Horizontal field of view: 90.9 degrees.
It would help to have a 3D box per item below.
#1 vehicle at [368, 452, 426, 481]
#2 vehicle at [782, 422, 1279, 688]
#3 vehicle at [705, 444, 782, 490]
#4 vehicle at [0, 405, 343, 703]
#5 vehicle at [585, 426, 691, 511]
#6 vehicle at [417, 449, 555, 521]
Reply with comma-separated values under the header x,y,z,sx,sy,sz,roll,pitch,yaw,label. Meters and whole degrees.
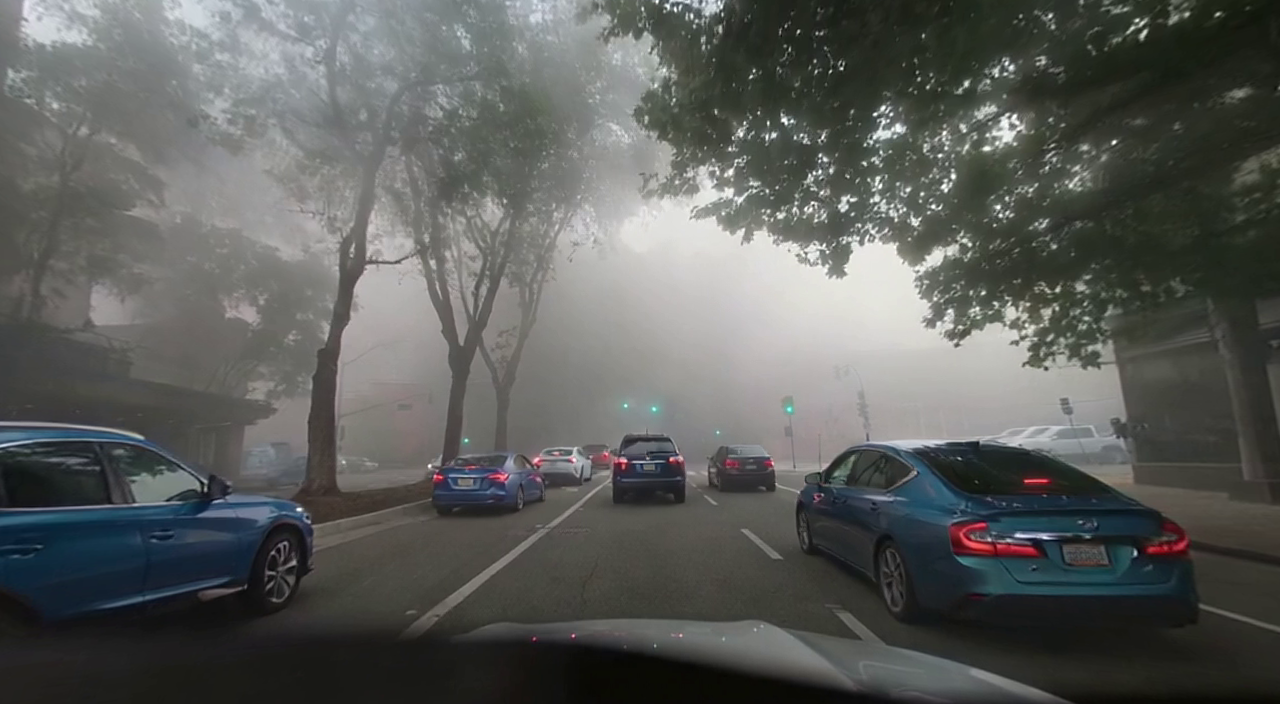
x,y,z,sx,sy,sz,roll,pitch,yaw,label
-15.385,7.222,40.160,1.907,1.681,4.319,0,-8,1,vehicle
2.893,1.480,5.870,2.052,1.475,4.540,0,-8,0,vehicle
3.622,4.094,22.858,2.058,1.472,4.317,0,-8,0,vehicle
-3.966,1.168,3.869,2.173,1.536,4.285,0,-8,0,vehicle
-0.024,2.942,16.419,2.361,1.898,4.465,0,-8,0,vehicle
-3.337,2.954,14.548,2.115,1.369,3.908,0,-8,2,vehicle
